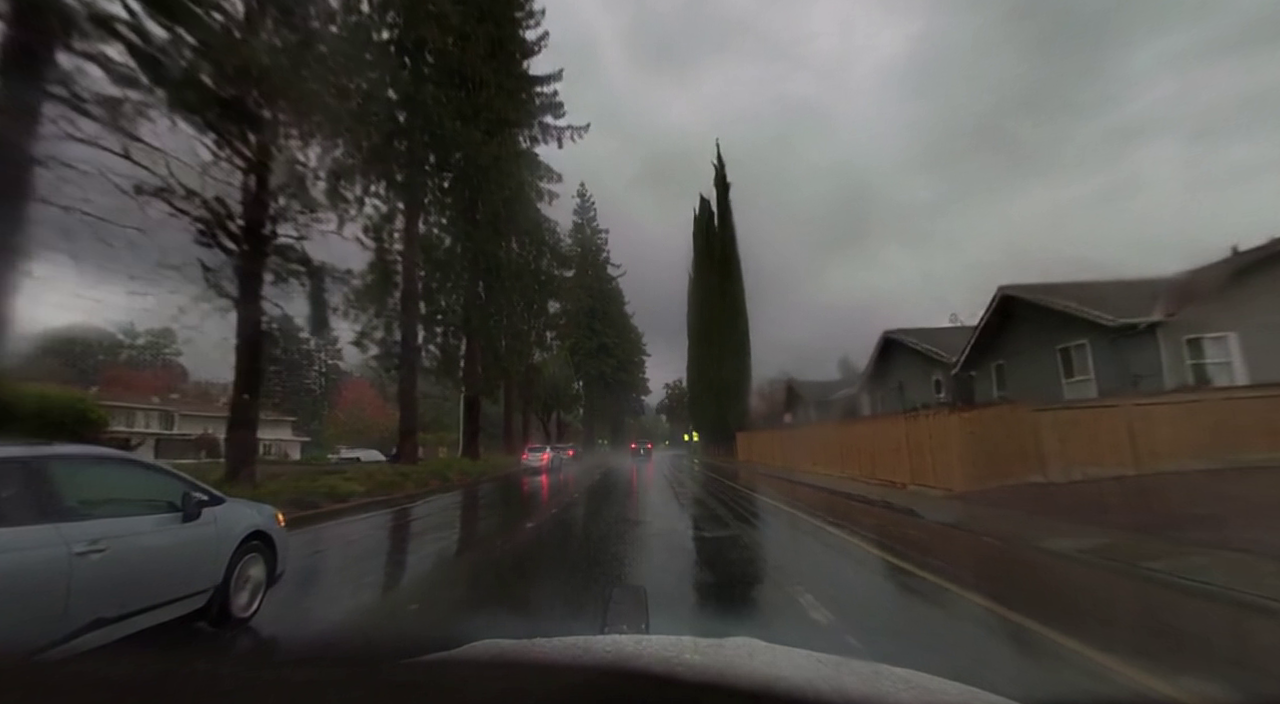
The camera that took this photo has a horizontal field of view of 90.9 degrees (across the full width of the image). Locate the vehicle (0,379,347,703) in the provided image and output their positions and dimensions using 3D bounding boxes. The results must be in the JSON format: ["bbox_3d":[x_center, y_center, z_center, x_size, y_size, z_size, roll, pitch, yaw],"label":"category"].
[{"bbox_3d":[-4.113,1.028,3.809,2.190,1.545,4.943,0,-8,2],"label":"vehicle"}]

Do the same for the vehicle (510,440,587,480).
[{"bbox_3d":[-3.565,4.316,25.543,2.188,1.473,4.651,-1,-8,3],"label":"vehicle"}]
